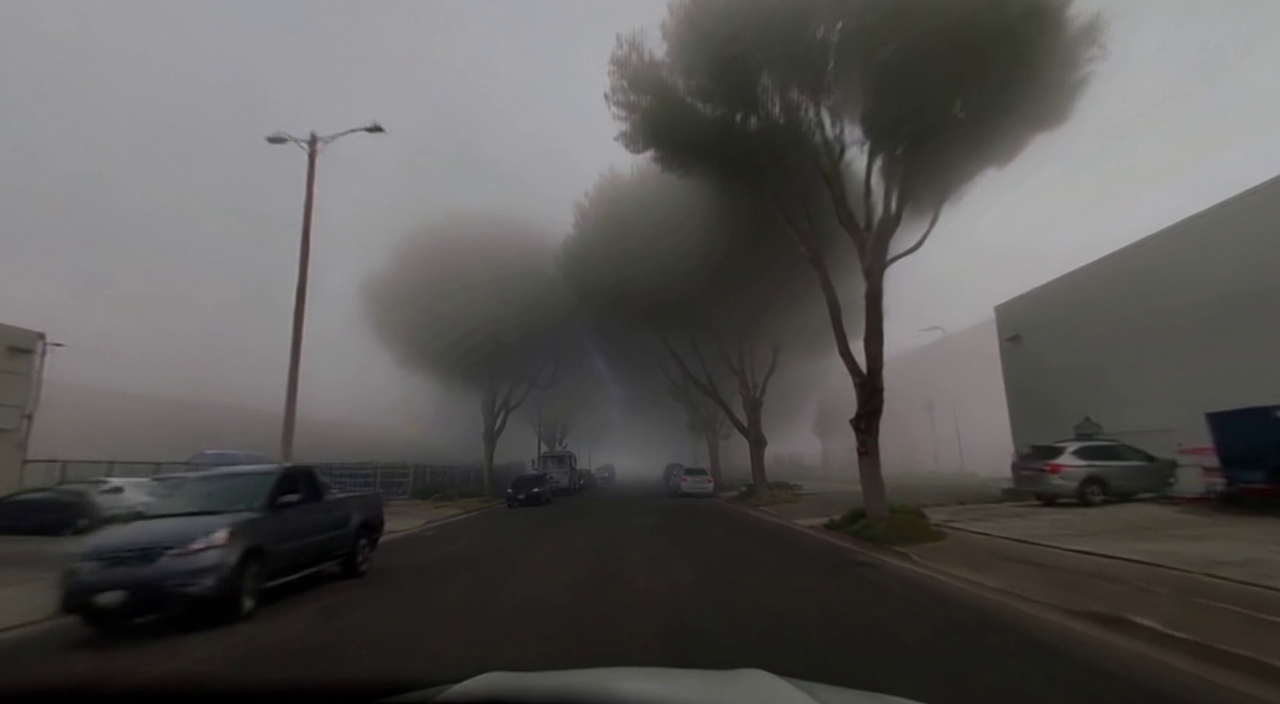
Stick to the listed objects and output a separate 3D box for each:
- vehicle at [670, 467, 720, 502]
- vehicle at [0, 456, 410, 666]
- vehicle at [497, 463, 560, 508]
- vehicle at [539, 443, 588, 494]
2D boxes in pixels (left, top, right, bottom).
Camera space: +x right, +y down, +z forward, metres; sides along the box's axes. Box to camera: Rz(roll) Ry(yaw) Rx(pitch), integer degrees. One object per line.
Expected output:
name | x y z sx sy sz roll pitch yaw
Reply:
vehicle | 2.390 5.912 28.287 1.819 1.446 3.909 1 -11 -1
vehicle | -4.483 2.024 7.286 1.927 1.580 4.556 -1 -9 0
vehicle | -4.413 5.347 25.443 1.835 1.625 3.674 1 -11 1
vehicle | -4.396 6.905 37.214 2.242 2.726 5.581 1 -11 -1
